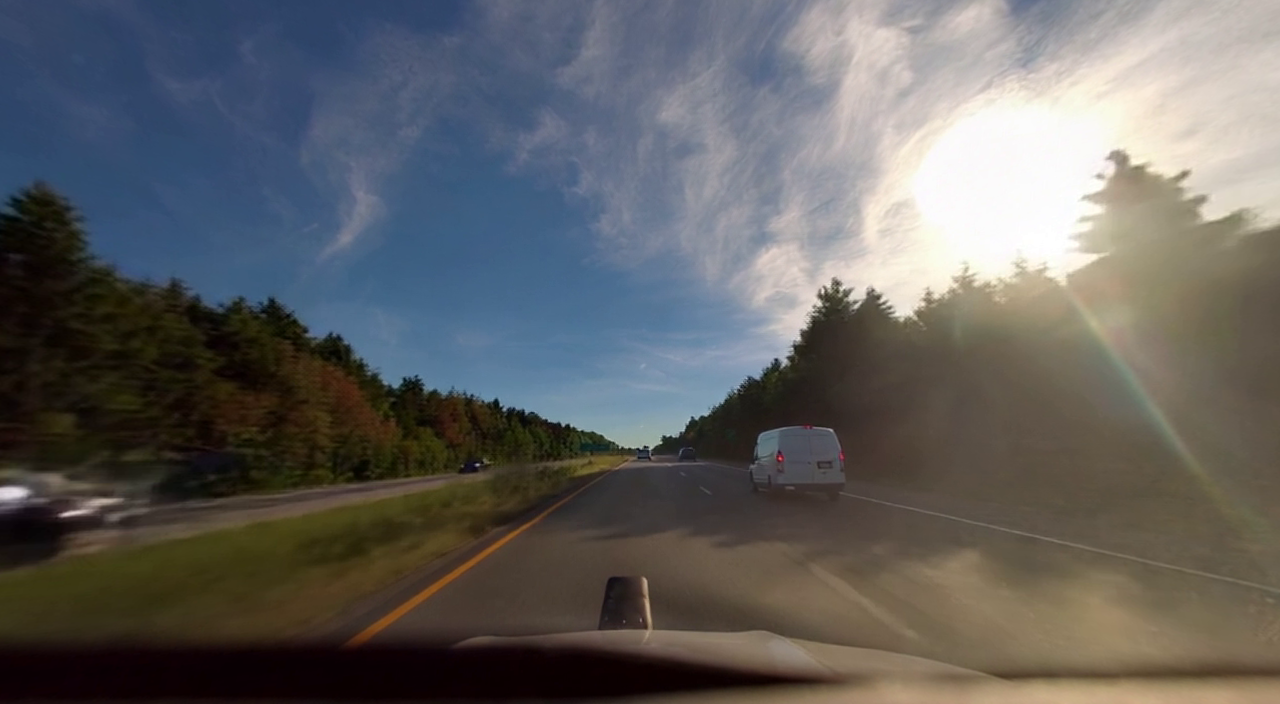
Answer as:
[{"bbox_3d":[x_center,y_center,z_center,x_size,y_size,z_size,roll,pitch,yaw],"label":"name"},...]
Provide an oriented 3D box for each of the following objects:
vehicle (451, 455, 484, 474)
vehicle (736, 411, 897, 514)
[{"bbox_3d":[-12.971,8.489,47.491,1.530,1.346,3.220,-1,-9,1],"label":"vehicle"},{"bbox_3d":[3.937,2.598,15.168,2.371,2.045,4.768,0,-9,-1],"label":"vehicle"}]
